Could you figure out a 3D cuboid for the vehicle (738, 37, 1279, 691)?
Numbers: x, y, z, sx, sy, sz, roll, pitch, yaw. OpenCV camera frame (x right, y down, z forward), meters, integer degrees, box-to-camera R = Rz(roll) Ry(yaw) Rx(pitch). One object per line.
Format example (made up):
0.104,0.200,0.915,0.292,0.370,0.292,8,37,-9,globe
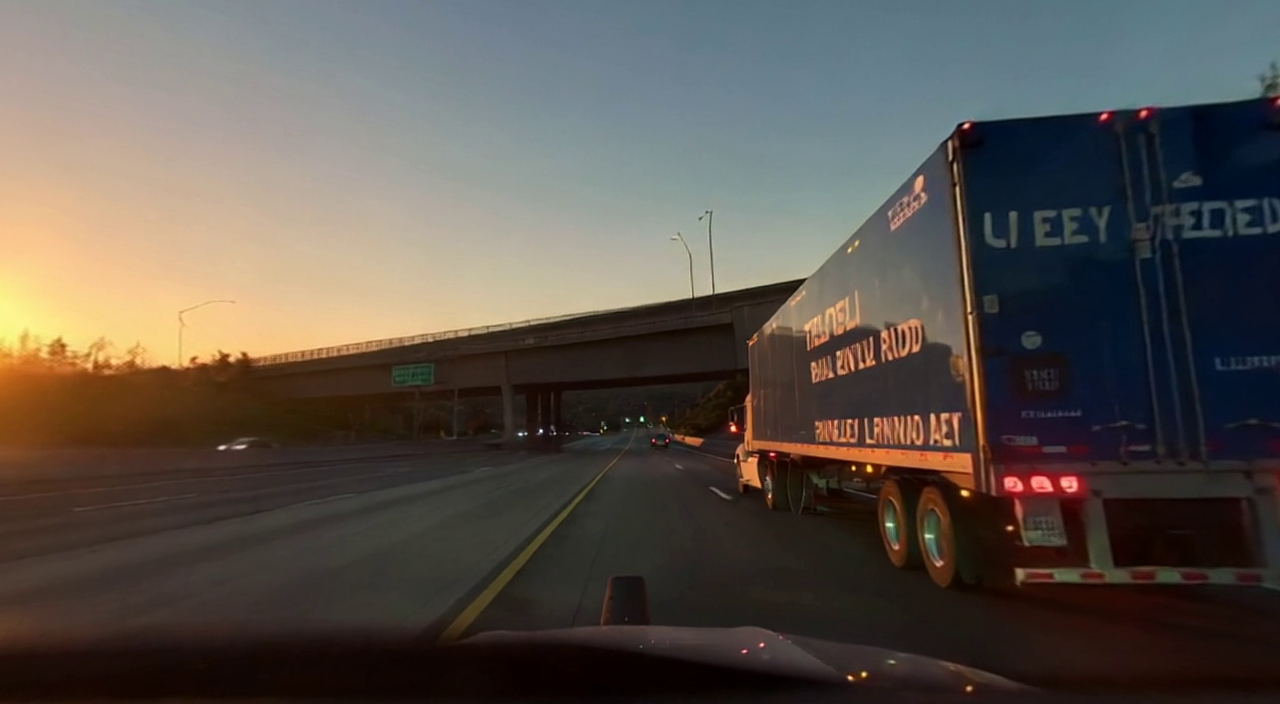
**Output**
4.216,0.939,10.901,3.006,4.093,14.142,0,-8,1,vehicle
